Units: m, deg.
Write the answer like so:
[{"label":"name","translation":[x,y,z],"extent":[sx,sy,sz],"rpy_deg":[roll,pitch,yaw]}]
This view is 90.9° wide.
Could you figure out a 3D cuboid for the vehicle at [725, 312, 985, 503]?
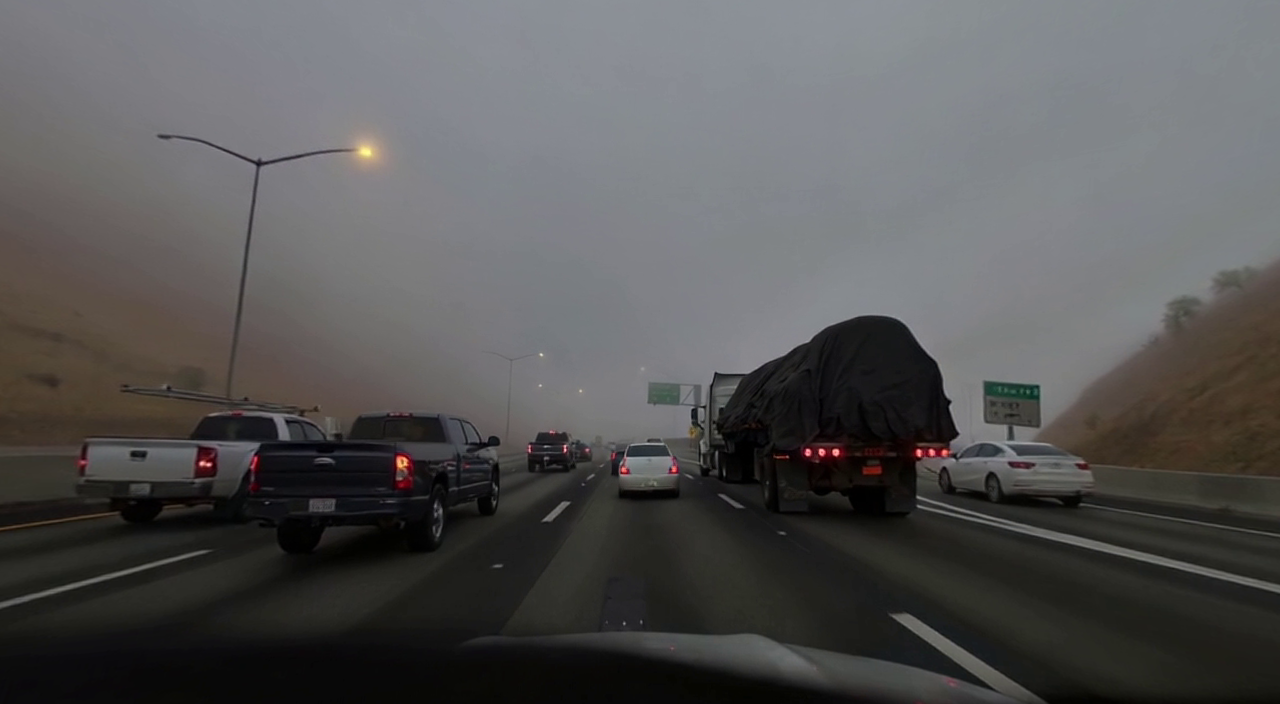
[{"label":"vehicle","translation":[3.388,1.128,11.607],"extent":[2.790,2.718,5.253],"rpy_deg":[0,-8,-1]}]

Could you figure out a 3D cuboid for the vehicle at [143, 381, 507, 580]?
[{"label":"vehicle","translation":[-3.591,1.615,8.807],"extent":[2.318,1.902,5.374],"rpy_deg":[0,-8,0]}]

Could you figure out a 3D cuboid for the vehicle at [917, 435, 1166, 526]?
[{"label":"vehicle","translation":[7.610,2.434,12.611],"extent":[2.092,1.495,4.194],"rpy_deg":[0,-8,-2]}]

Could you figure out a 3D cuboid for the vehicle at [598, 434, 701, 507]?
[{"label":"vehicle","translation":[0.127,2.703,14.850],"extent":[2.105,1.471,3.978],"rpy_deg":[0,-8,-2]}]

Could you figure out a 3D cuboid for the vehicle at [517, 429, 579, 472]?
[{"label":"vehicle","translation":[-4.204,4.619,29.720],"extent":[2.348,1.821,5.061],"rpy_deg":[0,-8,-2]}]
